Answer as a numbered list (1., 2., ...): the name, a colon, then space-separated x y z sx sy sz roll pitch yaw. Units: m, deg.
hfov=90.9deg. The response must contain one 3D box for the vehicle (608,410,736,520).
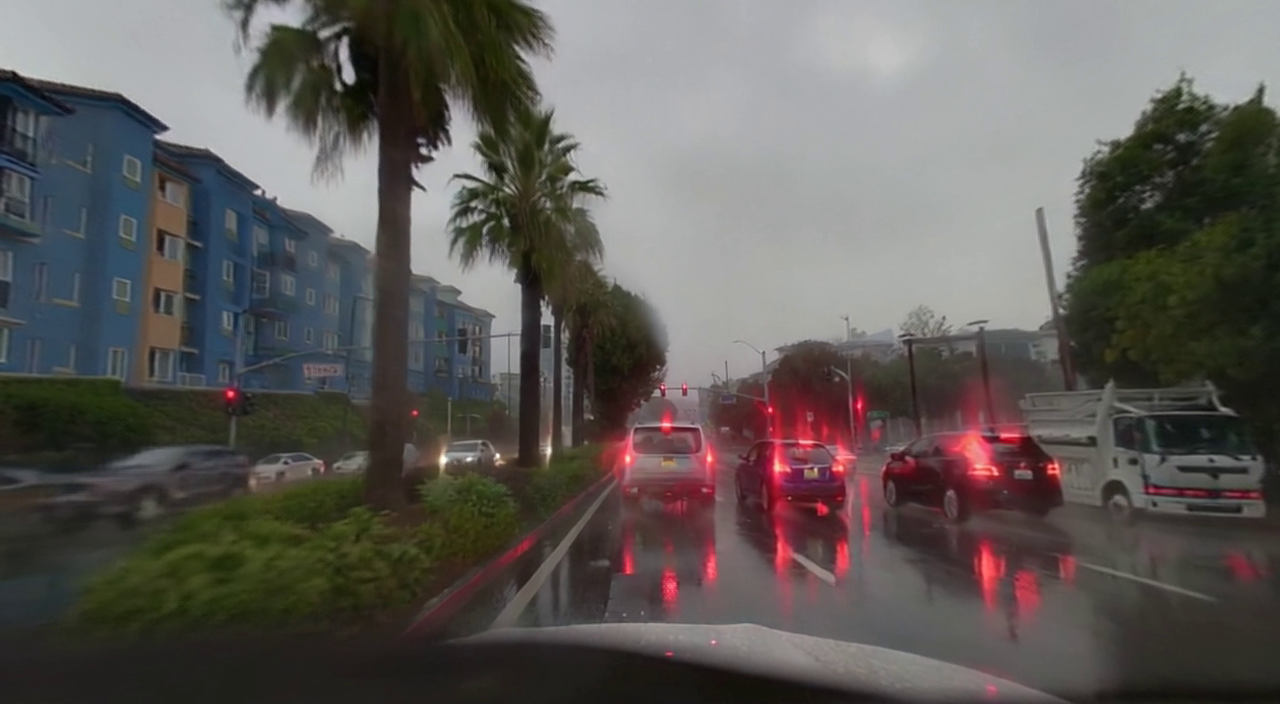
1. vehicle: 0.649 2.614 15.058 2.487 2.115 5.444 0 -9 1

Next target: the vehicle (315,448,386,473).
1. vehicle: -18.440 6.932 40.465 2.070 1.499 4.851 -1 -9 3

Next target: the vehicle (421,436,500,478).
1. vehicle: -8.003 4.740 28.603 2.050 1.725 4.677 -1 -9 2

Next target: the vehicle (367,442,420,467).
1. vehicle: -17.990 7.498 46.336 1.965 1.747 4.461 -1 -9 2

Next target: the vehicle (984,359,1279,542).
1. vehicle: 10.429 1.903 13.644 2.663 3.061 5.602 -2 -5 -1

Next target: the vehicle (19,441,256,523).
1. vehicle: -11.872 3.056 15.435 2.134 1.699 4.342 0 -9 1

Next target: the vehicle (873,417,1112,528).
1. vehicle: 7.313 2.566 14.018 2.215 1.973 5.323 0 -9 0

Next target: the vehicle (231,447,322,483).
1. vehicle: -18.721 5.809 32.774 1.972 1.694 4.466 0 -9 1

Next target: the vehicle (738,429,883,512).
1. vehicle: 4.029 2.910 15.959 2.283 1.738 4.916 0 -9 0
